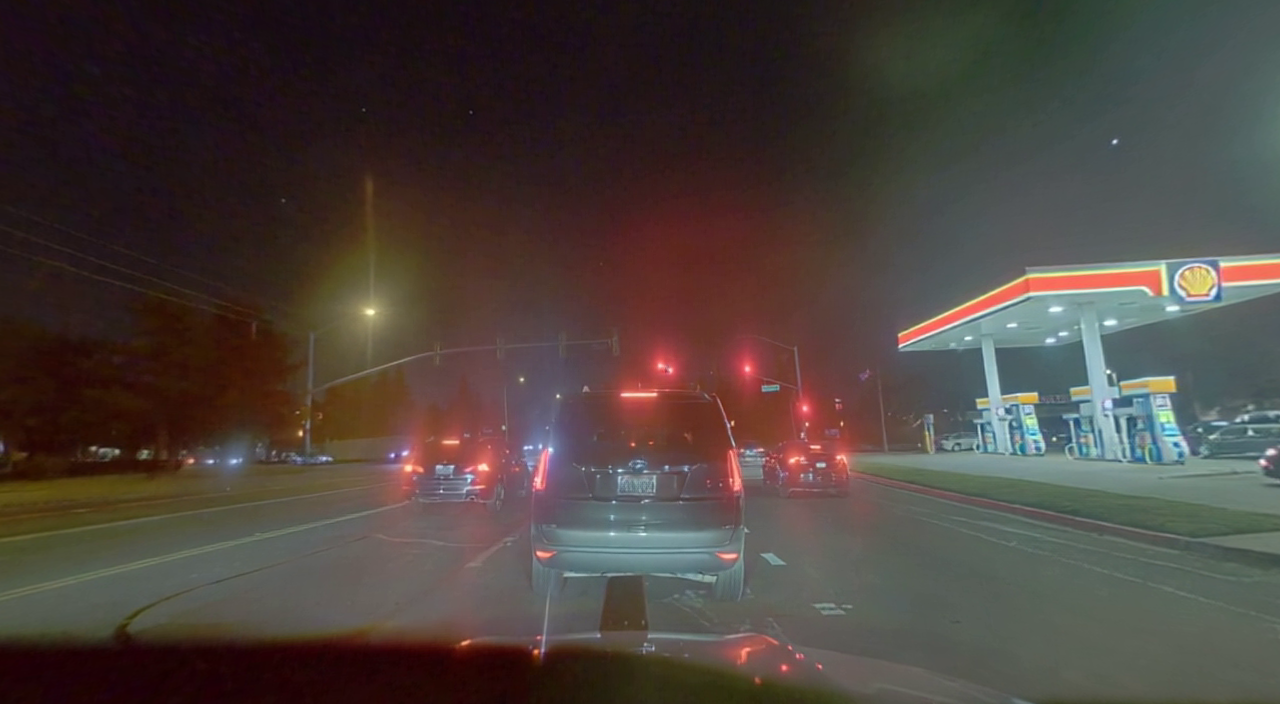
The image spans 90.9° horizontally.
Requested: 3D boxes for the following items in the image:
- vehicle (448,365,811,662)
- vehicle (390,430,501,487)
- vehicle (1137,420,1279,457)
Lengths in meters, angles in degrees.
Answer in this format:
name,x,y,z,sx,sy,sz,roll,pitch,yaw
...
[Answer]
name,x,y,z,sx,sy,sz,roll,pitch,yaw
vehicle,0.014,1.316,6.131,2.236,1.819,4.291,-1,-9,2
vehicle,-6.650,3.707,22.186,2.065,1.753,4.525,-1,-9,6
vehicle,25.956,3.969,28.789,4.551,1.616,1.973,-2,-9,11
